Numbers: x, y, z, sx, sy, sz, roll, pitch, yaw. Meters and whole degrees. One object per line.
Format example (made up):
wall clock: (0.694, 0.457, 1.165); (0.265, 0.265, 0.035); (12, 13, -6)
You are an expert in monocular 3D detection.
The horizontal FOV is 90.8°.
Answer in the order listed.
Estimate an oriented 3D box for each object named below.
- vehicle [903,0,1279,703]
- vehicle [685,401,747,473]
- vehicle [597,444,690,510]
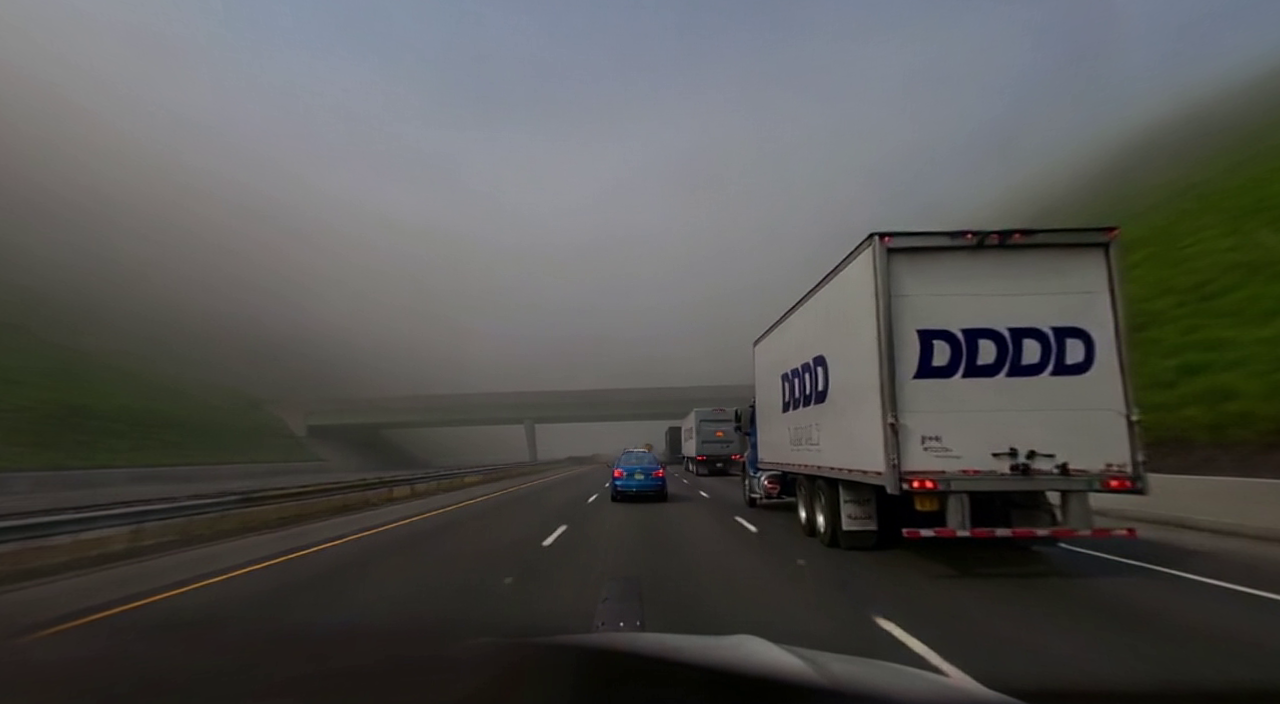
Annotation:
vehicle: (4.107, -0.205, 2.139); (2.802, 3.956, 8.291); (0, -9, 0)
vehicle: (4.543, 5.420, 39.615); (2.801, 4.039, 8.684); (0, -9, 0)
vehicle: (0.068, 3.041, 15.760); (2.029, 1.437, 3.794); (0, -9, 0)
